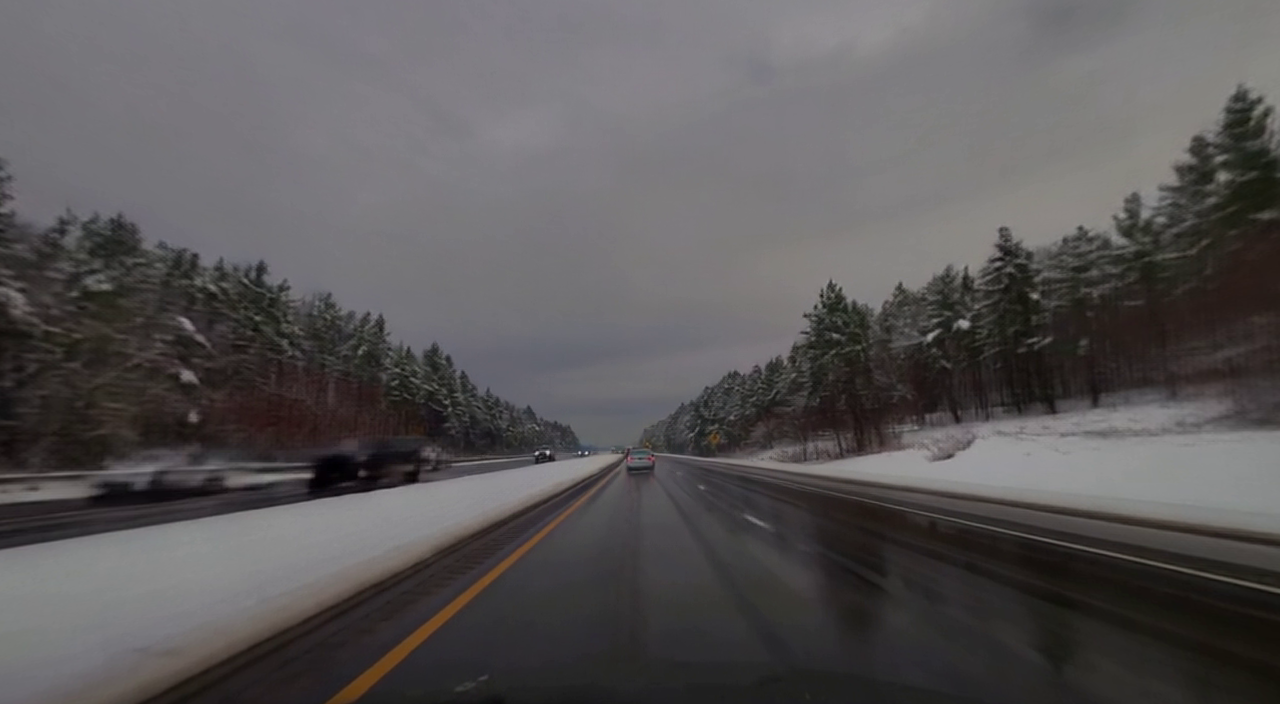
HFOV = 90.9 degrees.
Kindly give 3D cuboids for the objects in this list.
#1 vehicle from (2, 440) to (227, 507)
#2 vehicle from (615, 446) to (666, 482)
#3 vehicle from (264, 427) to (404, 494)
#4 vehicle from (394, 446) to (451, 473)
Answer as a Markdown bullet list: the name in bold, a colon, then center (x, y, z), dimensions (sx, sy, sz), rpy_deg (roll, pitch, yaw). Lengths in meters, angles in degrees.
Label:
- **vehicle**: center (-12.897, 2.986, 15.957), dimensions (1.866, 1.439, 4.436), rpy_deg (0, -9, 0)
- **vehicle**: center (-0.009, 5.017, 28.532), dimensions (2.114, 1.523, 4.012), rpy_deg (0, -9, -1)
- **vehicle**: center (-9.062, 3.252, 19.166), dimensions (2.002, 1.777, 4.357), rpy_deg (0, -9, 0)
- **vehicle**: center (-12.917, 6.378, 37.683), dimensions (1.876, 1.472, 4.338), rpy_deg (0, -9, 0)
